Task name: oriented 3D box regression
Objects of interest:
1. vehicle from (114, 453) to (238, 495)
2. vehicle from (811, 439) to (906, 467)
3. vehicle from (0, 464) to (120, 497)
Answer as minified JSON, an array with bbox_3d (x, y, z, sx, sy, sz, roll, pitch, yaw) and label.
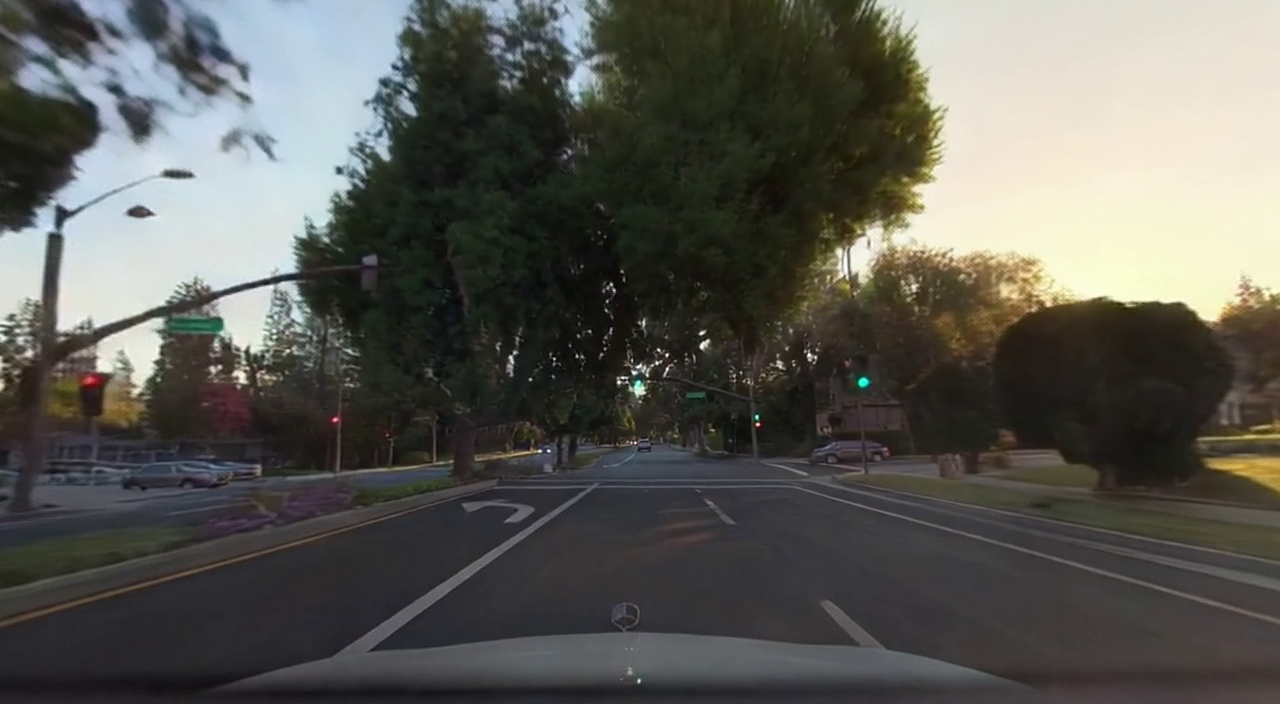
[{"bbox_3d":[-22.130,5.797,30.234,4.445,1.805,1.944,-1,-8,2],"label":"vehicle"},{"bbox_3d":[12.373,5.747,36.037,4.611,1.505,2.029,0,-9,-1],"label":"vehicle"},{"bbox_3d":[-28.461,6.268,30.895,4.505,1.460,1.929,-1,-9,6],"label":"vehicle"}]
